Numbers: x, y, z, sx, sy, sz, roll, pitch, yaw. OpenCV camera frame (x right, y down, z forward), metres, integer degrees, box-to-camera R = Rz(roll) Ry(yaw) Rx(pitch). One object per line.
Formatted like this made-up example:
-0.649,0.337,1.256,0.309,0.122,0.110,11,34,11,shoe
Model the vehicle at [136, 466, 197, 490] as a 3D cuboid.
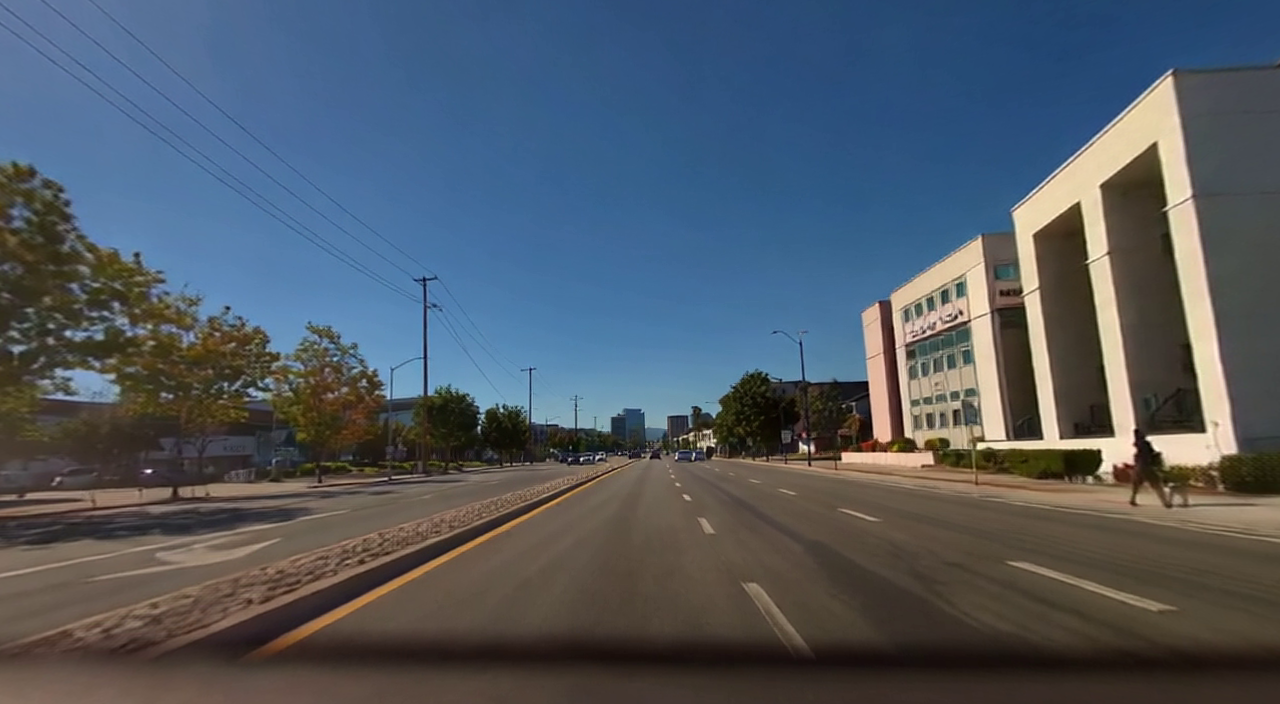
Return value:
-36.852,9.806,49.185,1.736,1.540,3.854,1,-7,0,vehicle
